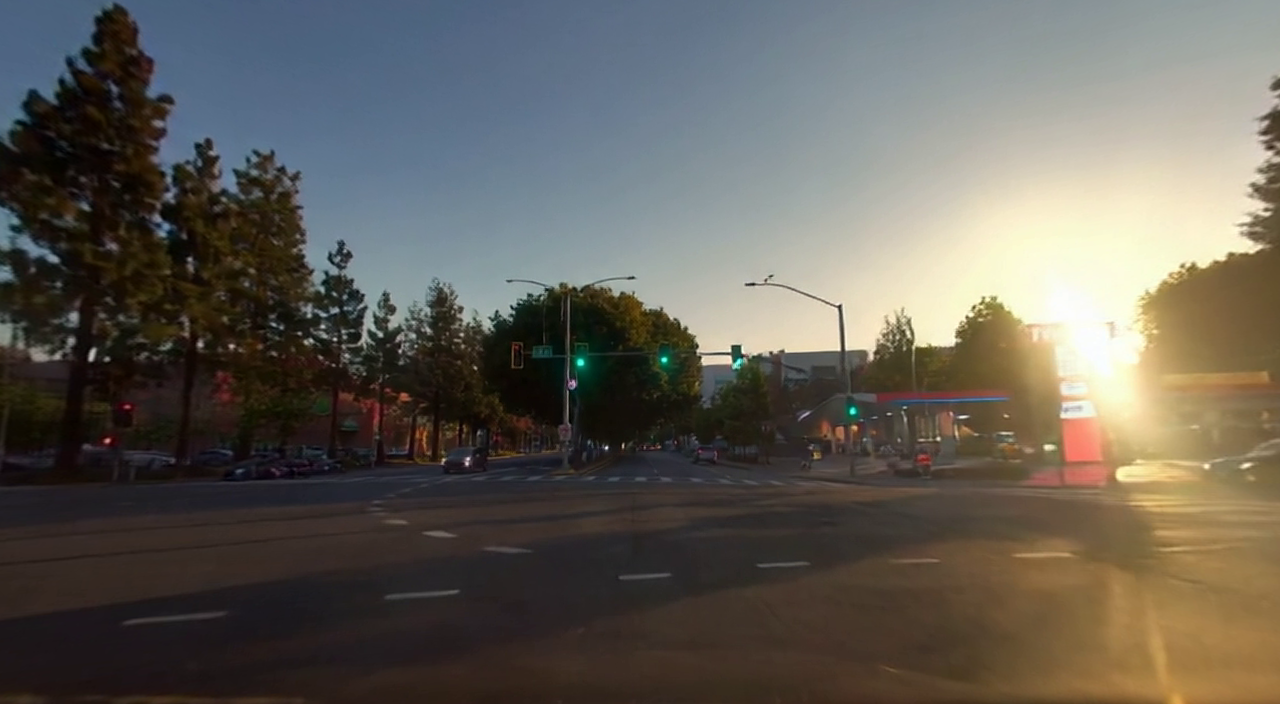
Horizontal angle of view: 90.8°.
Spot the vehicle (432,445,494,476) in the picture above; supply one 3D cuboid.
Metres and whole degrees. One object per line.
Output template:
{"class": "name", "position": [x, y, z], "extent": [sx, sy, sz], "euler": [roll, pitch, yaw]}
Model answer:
{"class": "vehicle", "position": [-9.551, 5.896, 34.428], "extent": [2.029, 1.452, 4.598], "euler": [-3, -9, 0]}
